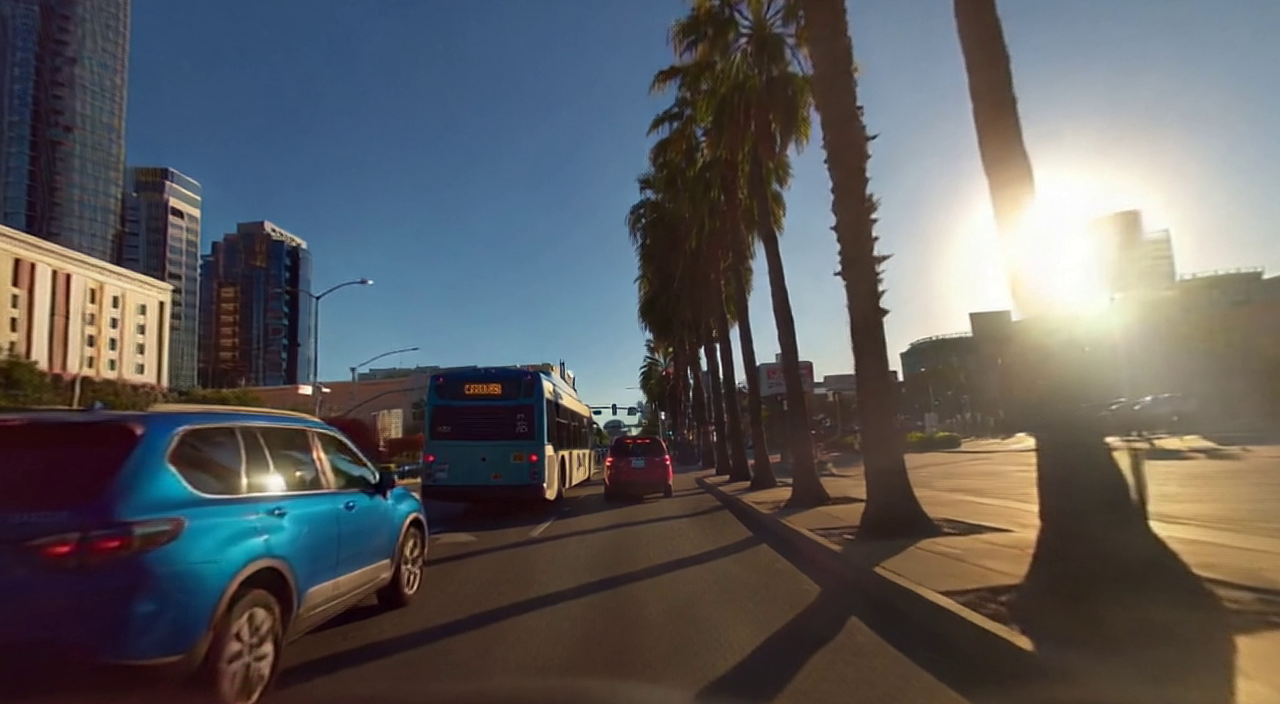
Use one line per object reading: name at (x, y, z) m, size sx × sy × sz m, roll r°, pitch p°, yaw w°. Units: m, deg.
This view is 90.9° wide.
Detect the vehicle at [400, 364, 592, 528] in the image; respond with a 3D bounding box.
vehicle at (-3.022, 2.362, 16.054) m, size 2.775 × 3.064 × 8.297 m, roll 0°, pitch -8°, yaw 1°

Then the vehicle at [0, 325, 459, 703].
vehicle at (-3.020, 1.131, 4.408) m, size 2.124 × 1.799 × 4.587 m, roll 0°, pitch -8°, yaw 0°

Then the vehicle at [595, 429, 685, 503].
vehicle at (0.006, 2.993, 16.973) m, size 2.120 × 1.727 × 3.917 m, roll 0°, pitch -8°, yaw 0°
